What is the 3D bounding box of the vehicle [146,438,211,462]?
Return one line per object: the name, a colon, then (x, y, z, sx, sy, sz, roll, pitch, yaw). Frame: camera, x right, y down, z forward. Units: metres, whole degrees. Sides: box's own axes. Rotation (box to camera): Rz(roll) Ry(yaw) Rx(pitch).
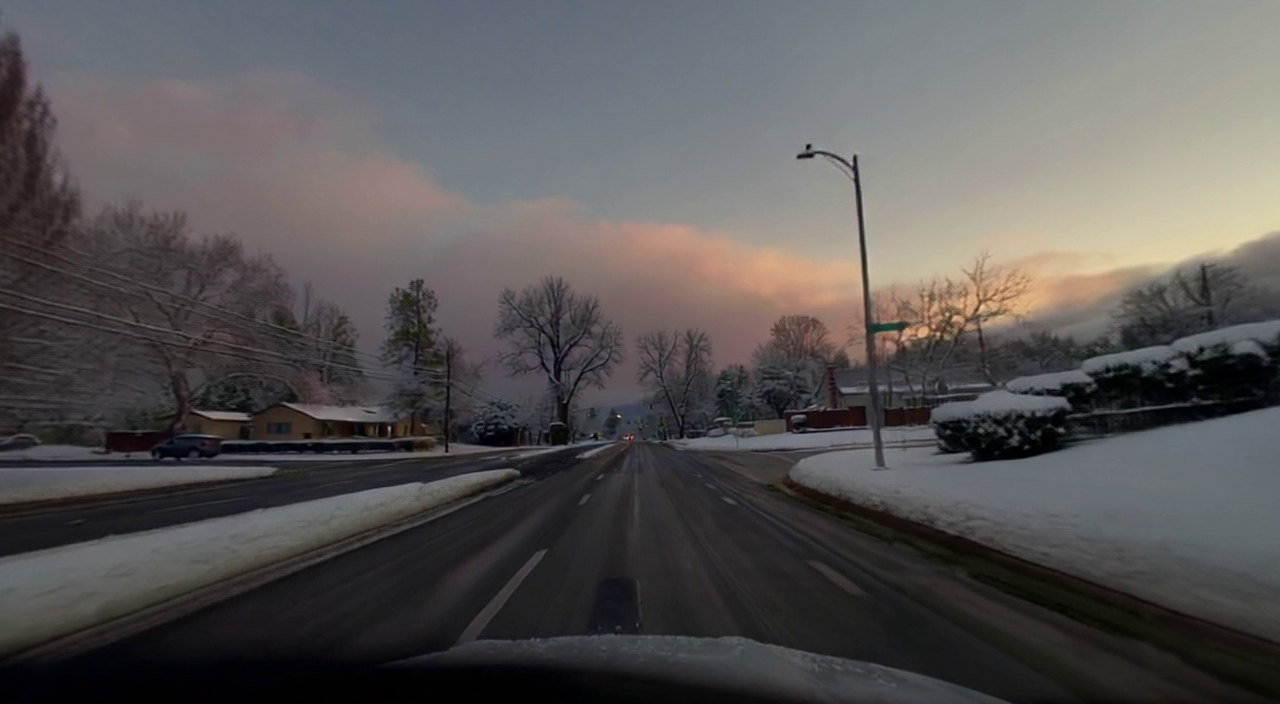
vehicle: (-29.900, 6.339, 41.081, 1.991, 1.435, 4.421, 2, -9, -17)
